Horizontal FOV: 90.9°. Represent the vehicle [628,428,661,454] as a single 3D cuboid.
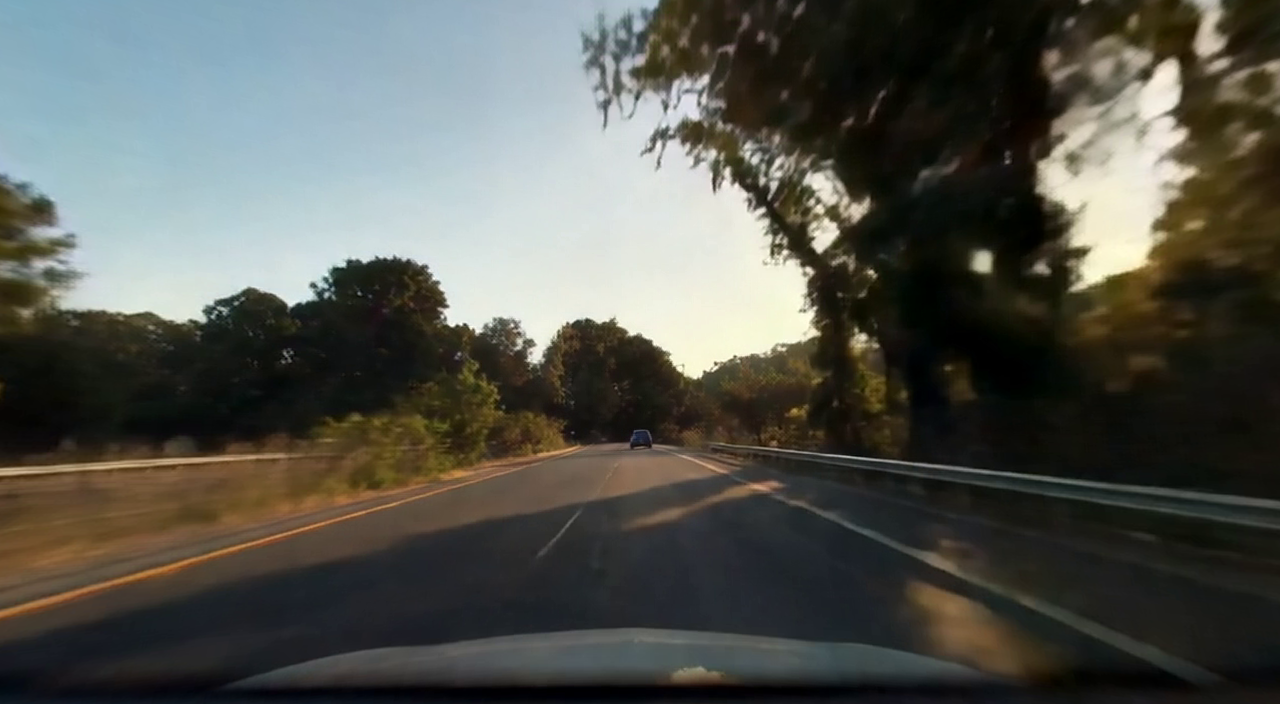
[{"bbox_3d":[0.257,6.549,46.669,2.240,1.801,4.545,0,-8,-2],"label":"vehicle"}]
